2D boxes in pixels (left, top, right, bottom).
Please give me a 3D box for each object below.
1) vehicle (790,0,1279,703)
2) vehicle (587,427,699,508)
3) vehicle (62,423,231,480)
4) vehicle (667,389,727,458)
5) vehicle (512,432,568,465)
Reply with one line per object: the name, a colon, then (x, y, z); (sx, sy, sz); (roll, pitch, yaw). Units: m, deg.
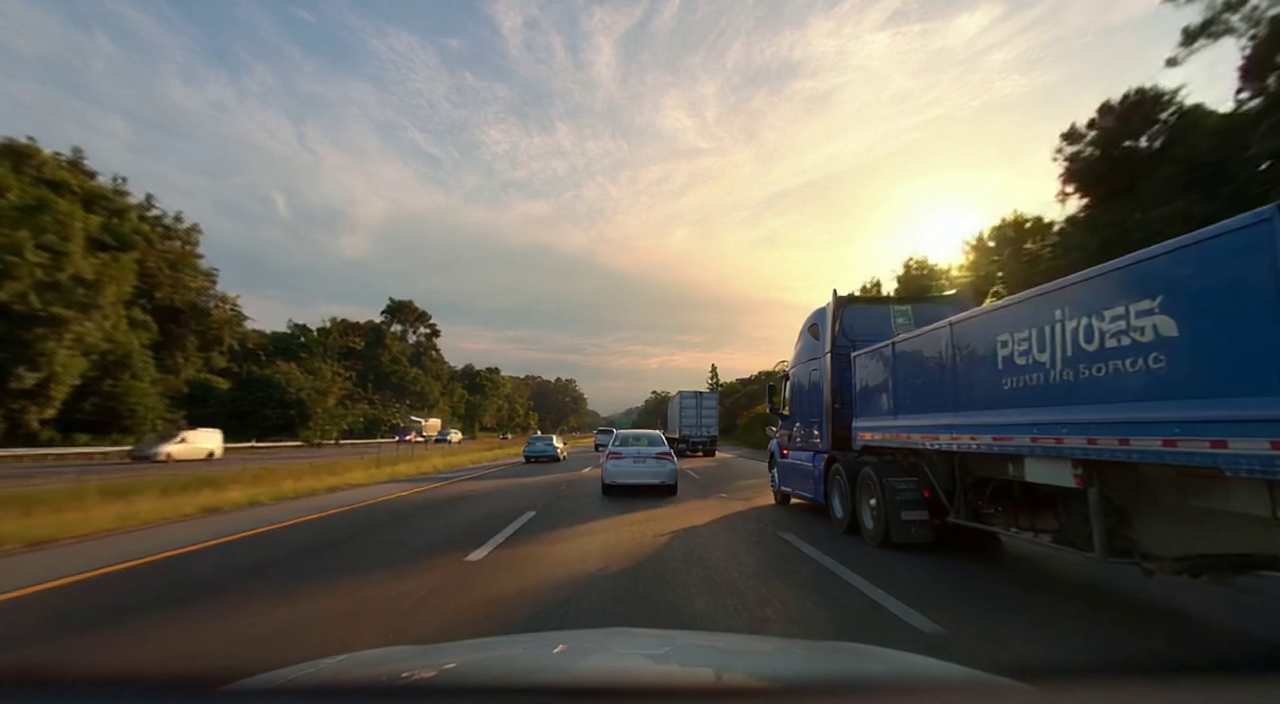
vehicle: (4.127, -0.155, 3.920); (2.816, 4.070, 14.136); (0, -8, 0)
vehicle: (0.010, 2.327, 13.195); (2.021, 1.435, 3.611); (0, -8, -2)
vehicle: (-19.761, 3.974, 25.704); (2.338, 2.020, 5.417); (0, -7, 2)
vehicle: (3.690, 5.174, 44.589); (2.869, 4.067, 13.731); (0, -8, 0)
vehicle: (-4.710, 4.601, 30.374); (1.983, 1.434, 4.451); (0, -8, 0)
